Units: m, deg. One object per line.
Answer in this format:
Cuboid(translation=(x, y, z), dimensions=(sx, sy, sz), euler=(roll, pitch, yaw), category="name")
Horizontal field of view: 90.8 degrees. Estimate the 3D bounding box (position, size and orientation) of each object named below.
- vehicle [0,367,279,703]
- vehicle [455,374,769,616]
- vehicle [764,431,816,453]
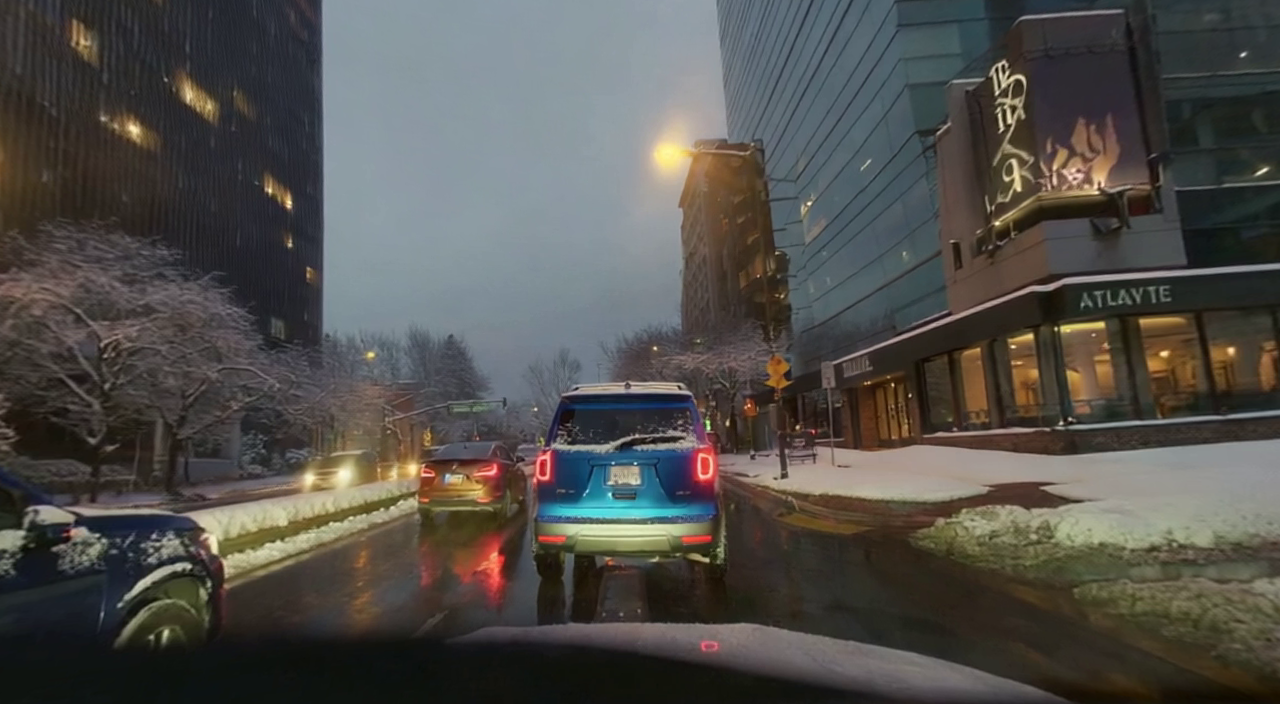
Cuboid(translation=(-3.189, 0.810, 1.623), dimensions=(1.971, 1.658, 4.428), euler=(0, -8, -1), category="vehicle")
Cuboid(translation=(-0.357, 1.465, 7.392), dimensions=(2.531, 1.930, 4.382), euler=(0, -8, -4), category="vehicle")
Cuboid(translation=(10.299, 6.191, 43.197), dimensions=(1.877, 1.416, 3.965), euler=(-8, -12, 38), category="vehicle")
